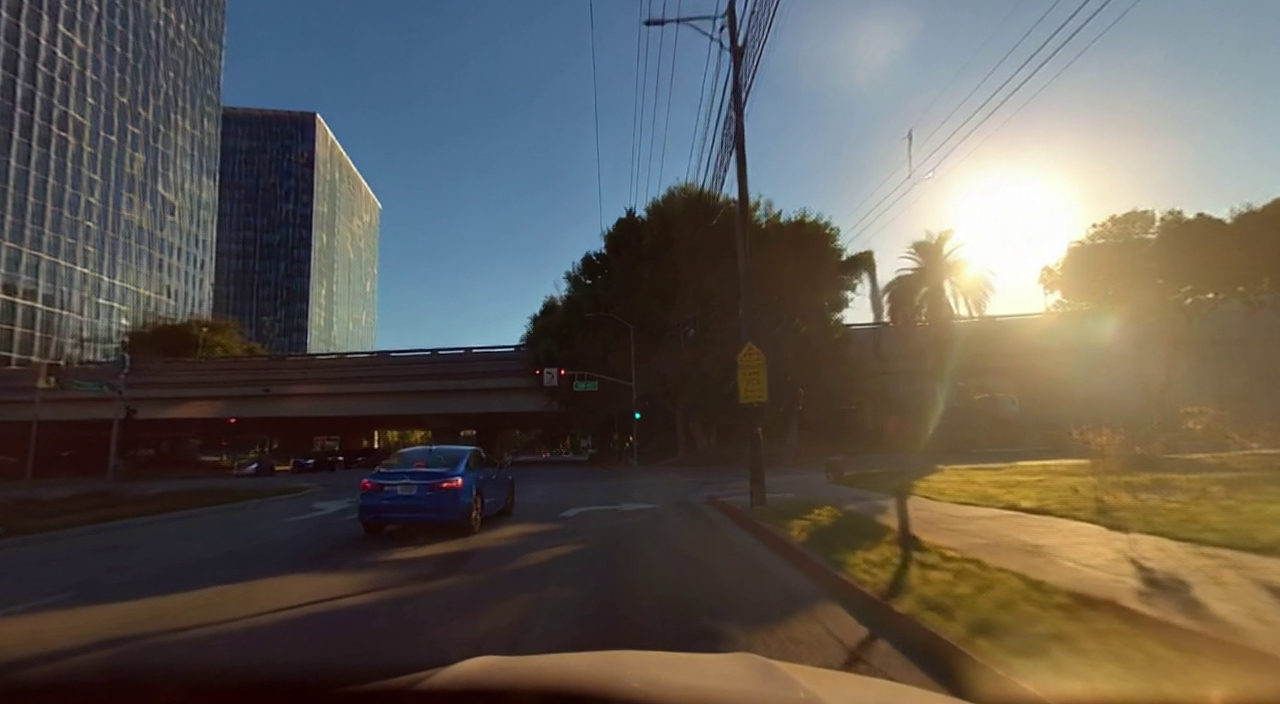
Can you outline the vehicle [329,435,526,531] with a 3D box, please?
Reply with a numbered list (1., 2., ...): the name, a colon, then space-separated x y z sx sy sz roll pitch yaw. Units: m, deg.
1. vehicle: -3.704 2.386 12.085 2.154 1.465 4.532 0 -9 0
